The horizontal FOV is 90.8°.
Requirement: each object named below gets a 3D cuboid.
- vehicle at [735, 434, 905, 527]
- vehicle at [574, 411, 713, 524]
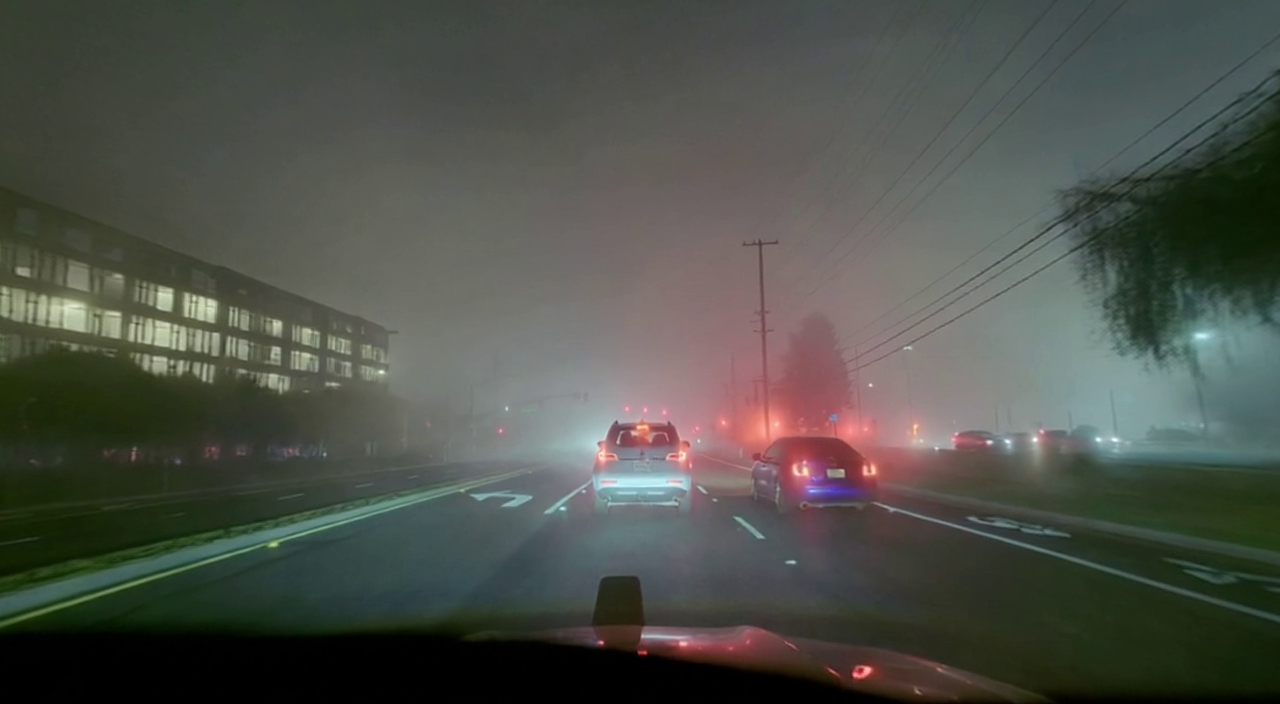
[{"bbox_3d":[3.231,2.400,12.461,1.990,1.482,4.575,0,-8,0],"label":"vehicle"},{"bbox_3d":[0.069,2.159,12.279,2.189,1.776,4.342,0,-8,0],"label":"vehicle"}]
